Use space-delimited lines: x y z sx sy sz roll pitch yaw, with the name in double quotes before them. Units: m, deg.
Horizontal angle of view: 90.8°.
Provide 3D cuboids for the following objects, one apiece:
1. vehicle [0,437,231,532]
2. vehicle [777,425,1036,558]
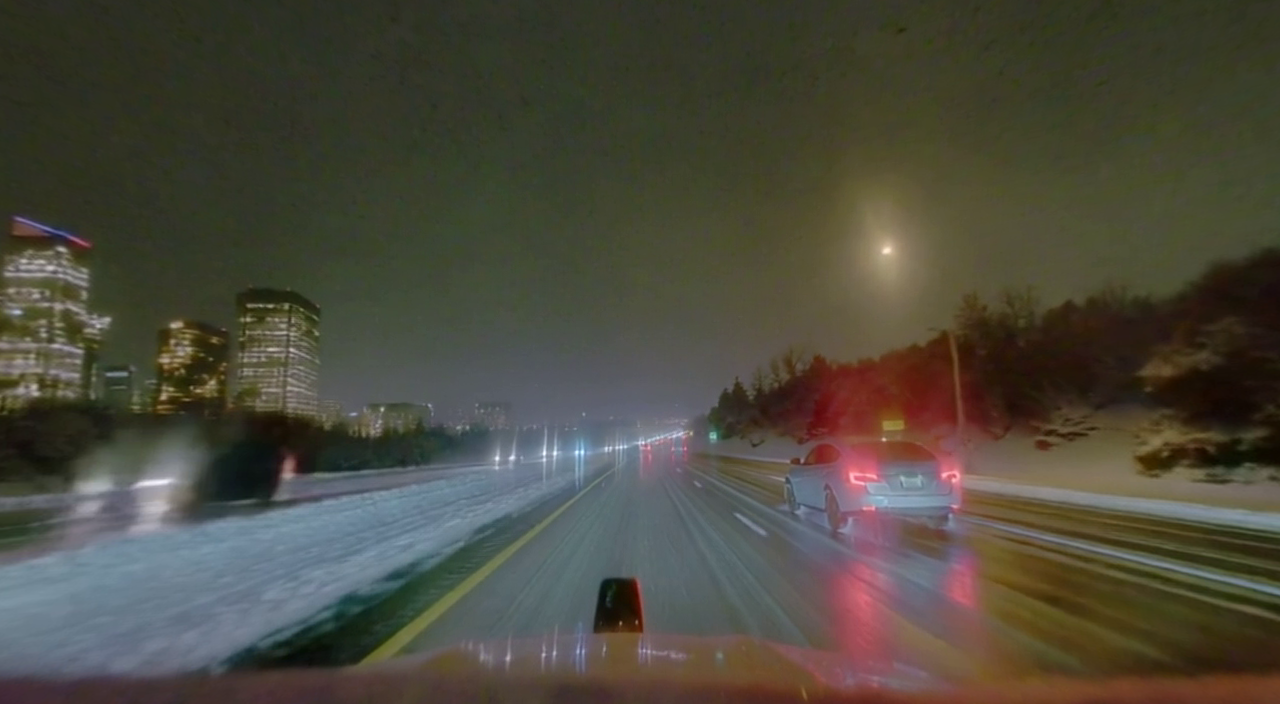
"vehicle" -11.266 2.700 13.546 1.912 1.682 4.427 0 -8 1
"vehicle" 3.631 1.979 9.771 1.982 1.533 4.612 0 -8 0
